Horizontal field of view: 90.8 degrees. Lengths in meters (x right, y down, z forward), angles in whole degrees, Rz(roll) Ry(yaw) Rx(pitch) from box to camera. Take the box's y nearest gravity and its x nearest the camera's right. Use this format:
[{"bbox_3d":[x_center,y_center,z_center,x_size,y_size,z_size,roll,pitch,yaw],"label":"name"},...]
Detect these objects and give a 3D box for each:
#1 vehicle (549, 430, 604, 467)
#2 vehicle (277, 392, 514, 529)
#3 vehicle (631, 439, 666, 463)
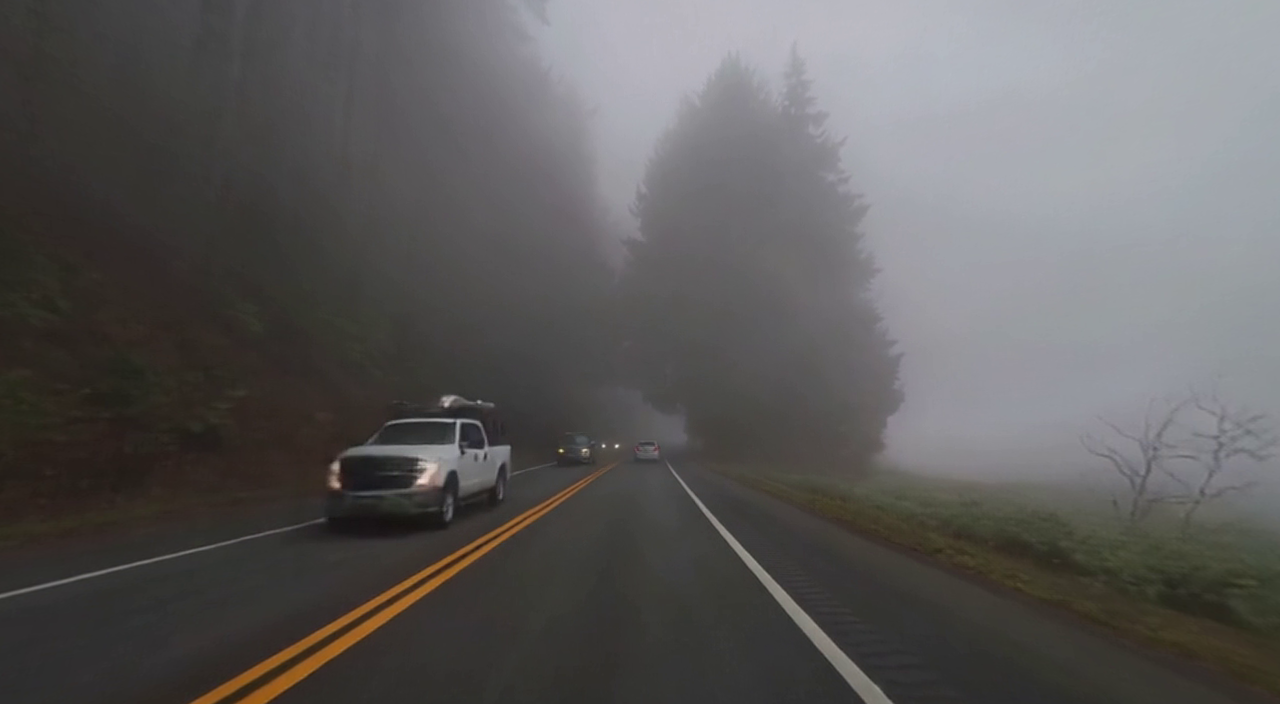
[{"bbox_3d":[-3.665,5.724,37.511,2.461,2.030,5.478,-1,-9,2],"label":"vehicle"},{"bbox_3d":[-4.542,2.186,13.173,2.479,2.208,5.780,0,-9,2],"label":"vehicle"},{"bbox_3d":[0.549,6.291,40.249,2.067,1.486,3.861,0,-9,1],"label":"vehicle"}]
